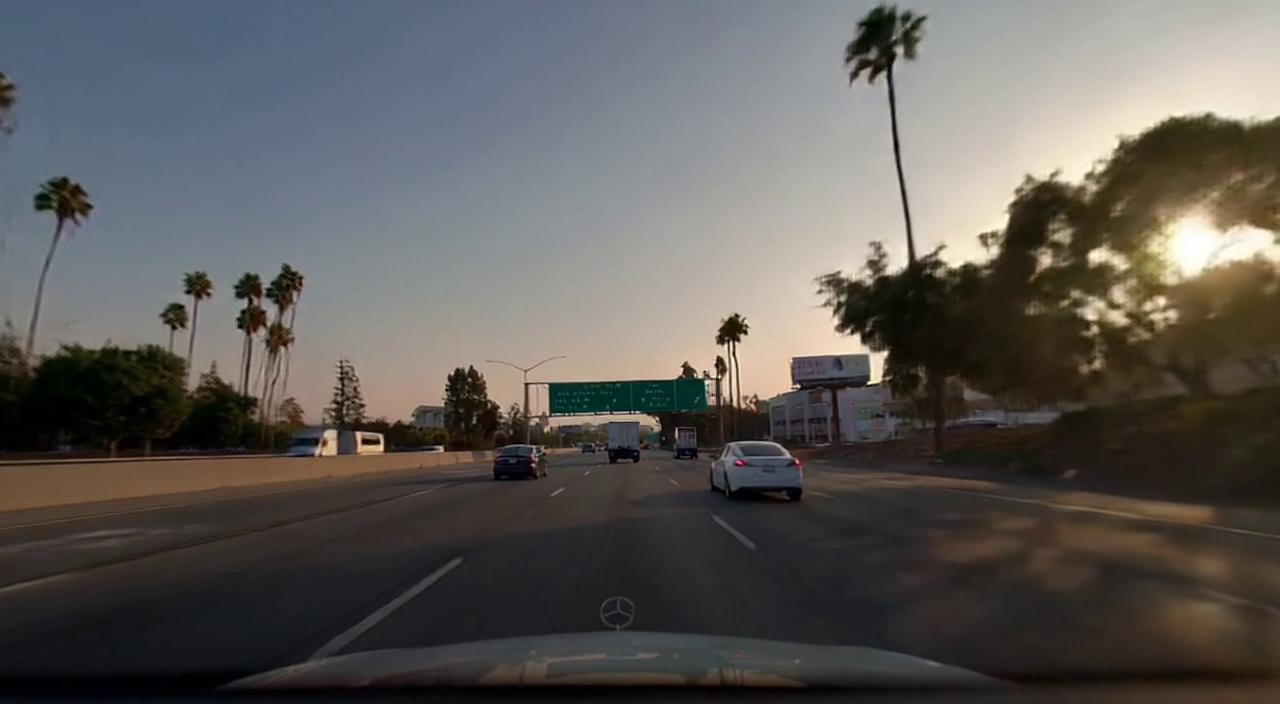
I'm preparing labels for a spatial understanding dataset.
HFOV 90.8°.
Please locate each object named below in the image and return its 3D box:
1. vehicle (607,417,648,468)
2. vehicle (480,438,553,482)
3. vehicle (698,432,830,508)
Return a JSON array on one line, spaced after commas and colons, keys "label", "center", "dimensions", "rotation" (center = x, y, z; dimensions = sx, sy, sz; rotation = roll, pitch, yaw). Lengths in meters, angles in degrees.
[{"label": "vehicle", "center": [-0.857, 5.828, 40.576], "dimensions": [2.364, 2.953, 6.495], "rotation": [0, -8, -2]}, {"label": "vehicle", "center": [-4.855, 4.304, 25.540], "dimensions": [2.021, 1.598, 4.887], "rotation": [0, -8, -1]}, {"label": "vehicle", "center": [2.872, 2.872, 15.866], "dimensions": [2.175, 1.598, 4.584], "rotation": [0, -9, -3]}]
